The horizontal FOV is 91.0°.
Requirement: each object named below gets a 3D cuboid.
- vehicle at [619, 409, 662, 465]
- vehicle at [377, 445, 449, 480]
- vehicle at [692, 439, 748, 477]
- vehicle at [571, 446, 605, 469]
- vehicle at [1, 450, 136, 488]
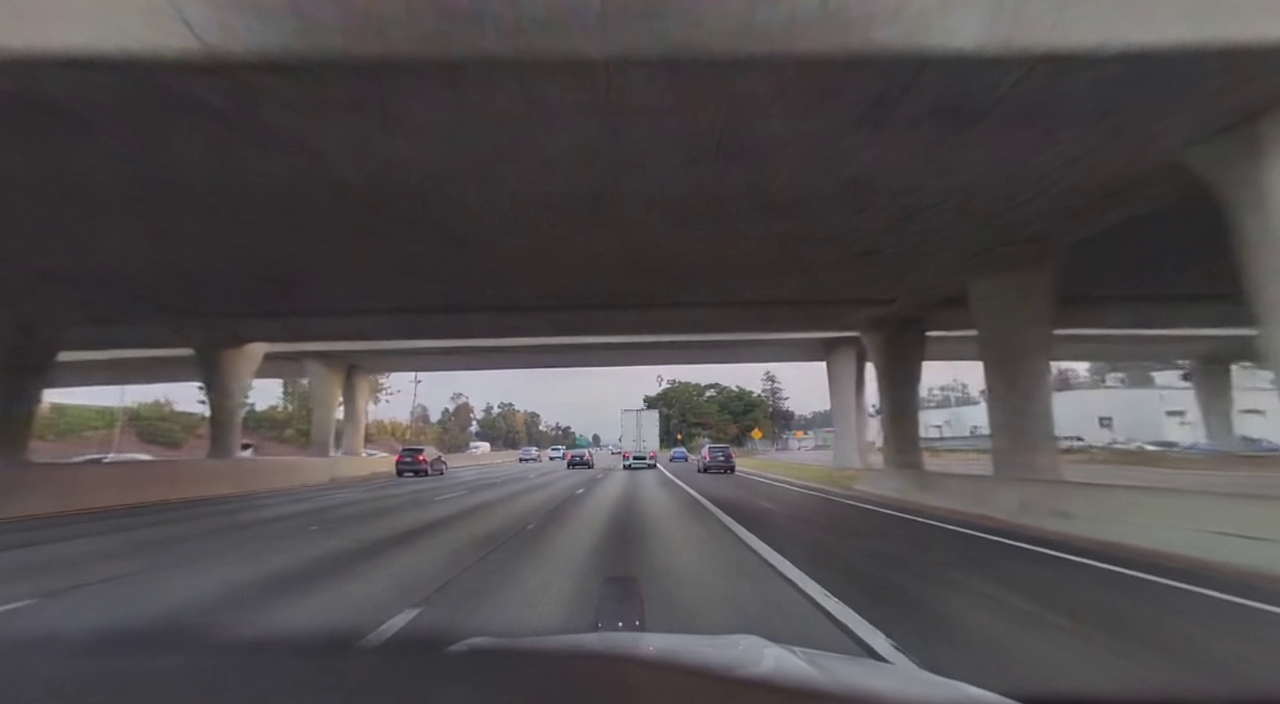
[{"bbox_3d":[0.152,6.799,49.623,3.012,3.928,10.262,0,-9,1],"label":"vehicle"},{"bbox_3d":[-11.231,5.468,31.499,1.966,1.627,4.258,0,-9,1],"label":"vehicle"},{"bbox_3d":[3.823,5.170,30.911,2.107,1.707,4.445,0,-9,0],"label":"vehicle"},{"bbox_3d":[-3.710,7.608,45.496,2.083,1.576,4.307,0,-9,0],"label":"vehicle"},{"bbox_3d":[-27.704,5.650,30.796,2.052,1.716,4.732,0,-9,1],"label":"vehicle"}]
